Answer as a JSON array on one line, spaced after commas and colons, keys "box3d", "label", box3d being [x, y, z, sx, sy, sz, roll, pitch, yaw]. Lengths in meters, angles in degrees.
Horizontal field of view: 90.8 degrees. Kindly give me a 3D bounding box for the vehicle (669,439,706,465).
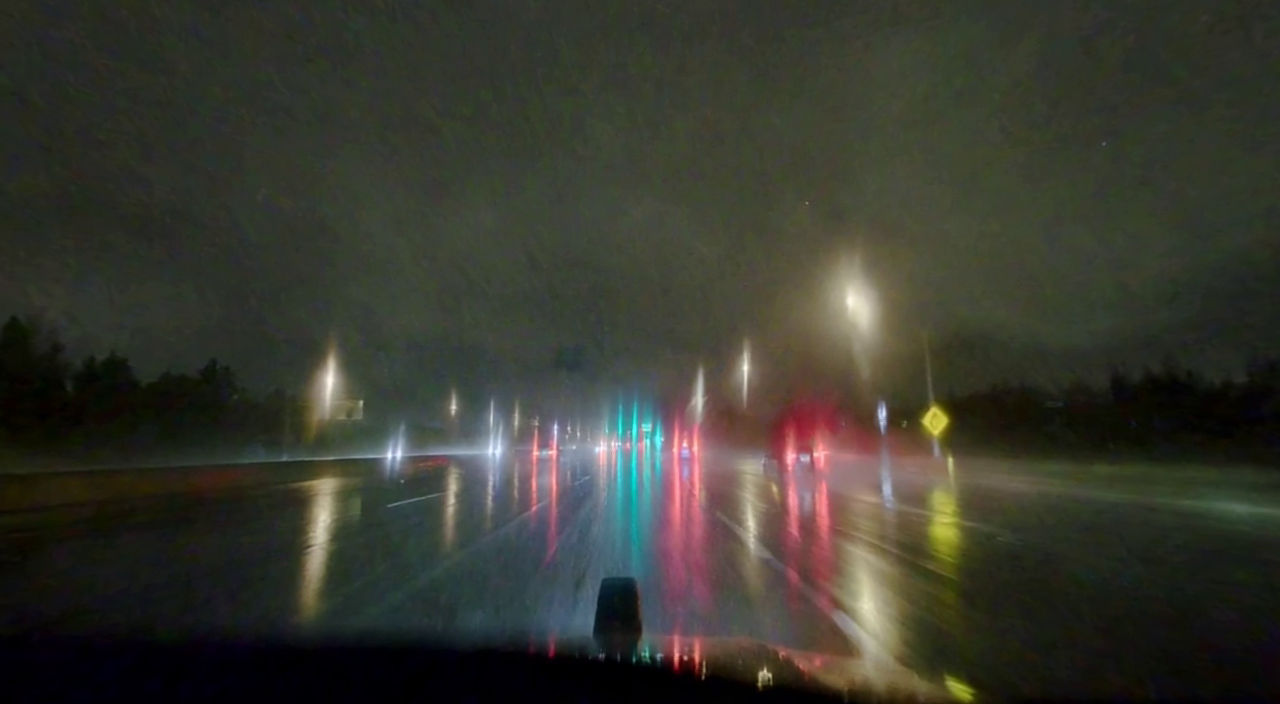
[{"box3d": [3.436, 7.324, 46.349, 2.166, 1.770, 4.703, 0, -9, -2], "label": "vehicle"}]
